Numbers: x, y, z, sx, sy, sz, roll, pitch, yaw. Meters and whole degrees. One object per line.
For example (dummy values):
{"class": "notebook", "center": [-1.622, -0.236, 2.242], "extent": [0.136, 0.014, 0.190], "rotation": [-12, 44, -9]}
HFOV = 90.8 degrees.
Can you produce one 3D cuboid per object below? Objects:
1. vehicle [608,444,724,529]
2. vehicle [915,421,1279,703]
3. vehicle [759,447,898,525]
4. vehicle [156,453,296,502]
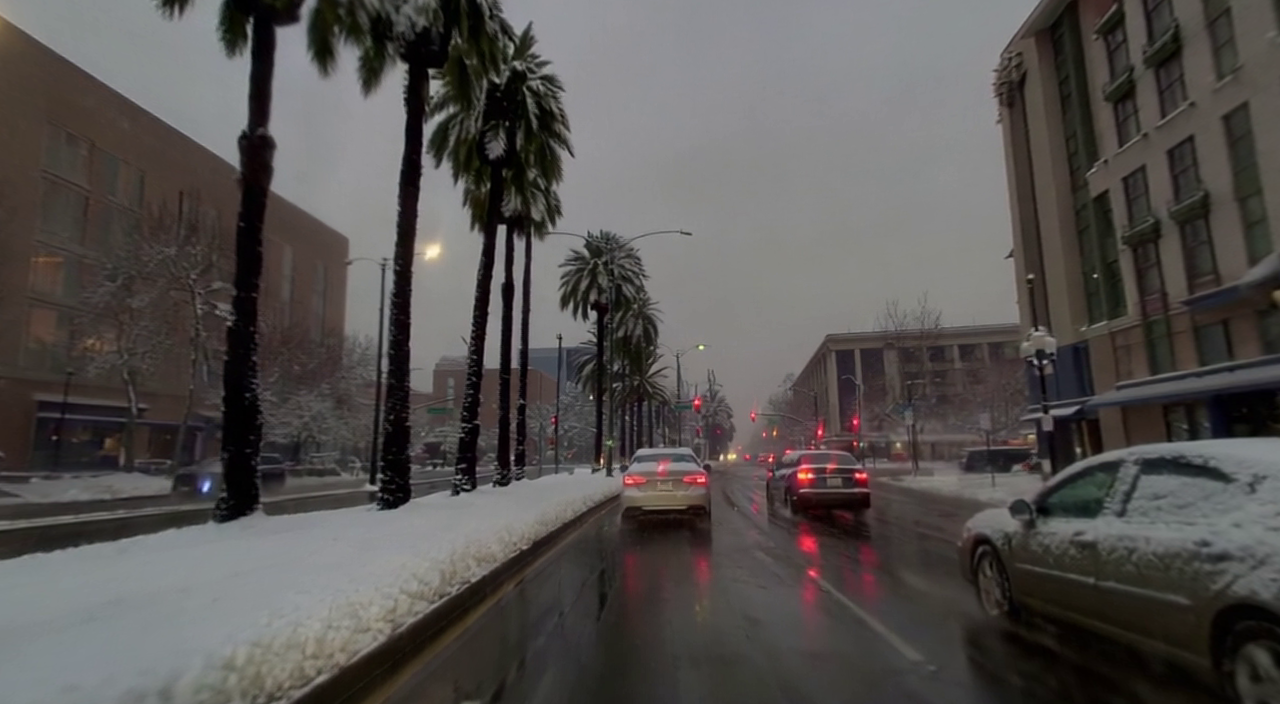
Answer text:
{"class": "vehicle", "center": [0.577, 2.701, 13.255], "extent": [2.078, 1.503, 3.681], "rotation": [-1, -9, 4]}
{"class": "vehicle", "center": [3.640, 1.240, 4.034], "extent": [1.913, 1.469, 4.425], "rotation": [-1, -9, 2]}
{"class": "vehicle", "center": [4.092, 2.952, 14.563], "extent": [1.920, 1.490, 4.417], "rotation": [0, -9, 2]}
{"class": "vehicle", "center": [-16.082, 4.853, 24.897], "extent": [2.078, 1.662, 4.436], "rotation": [-2, -9, 9]}
